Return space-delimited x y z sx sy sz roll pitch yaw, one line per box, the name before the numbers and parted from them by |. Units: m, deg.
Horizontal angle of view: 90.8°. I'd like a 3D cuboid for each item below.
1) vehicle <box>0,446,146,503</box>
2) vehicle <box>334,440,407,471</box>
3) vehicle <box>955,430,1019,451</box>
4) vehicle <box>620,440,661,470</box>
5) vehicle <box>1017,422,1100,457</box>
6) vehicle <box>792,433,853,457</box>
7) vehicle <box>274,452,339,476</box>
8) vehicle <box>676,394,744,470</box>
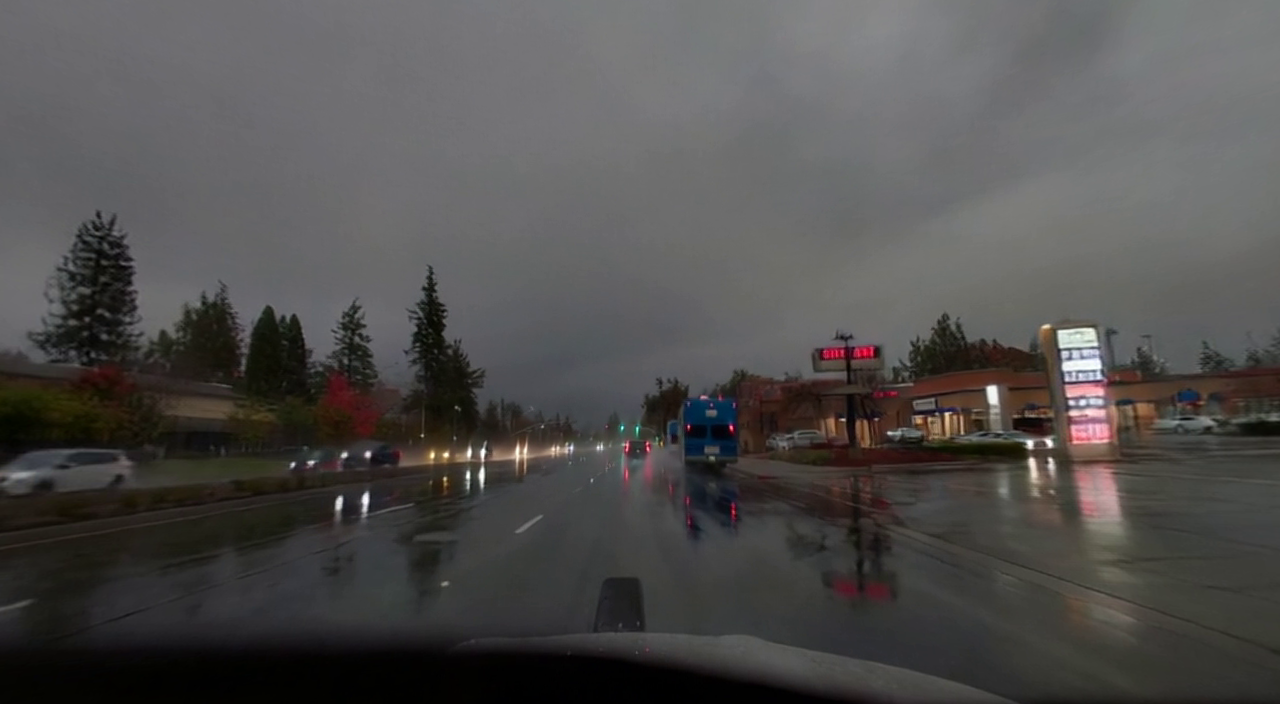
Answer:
vehicle | -18.222 3.738 19.766 1.832 1.528 4.603 0 -9 0
vehicle | -14.970 5.774 35.389 1.983 1.630 4.568 0 -9 1
vehicle | 25.884 6.597 47.064 4.196 1.520 1.953 4 -10 -24
vehicle | -0.014 5.664 34.760 2.103 1.506 4.742 0 -9 -1
vehicle | 23.950 4.990 36.116 4.430 1.659 1.905 1 -10 -29
vehicle | 13.694 6.977 47.435 4.037 1.538 1.912 -7 -10 25
vehicle | -22.395 7.506 42.582 1.900 1.448 4.562 0 -9 0
vehicle | 3.851 4.773 36.979 2.896 3.921 8.415 0 -9 -1
